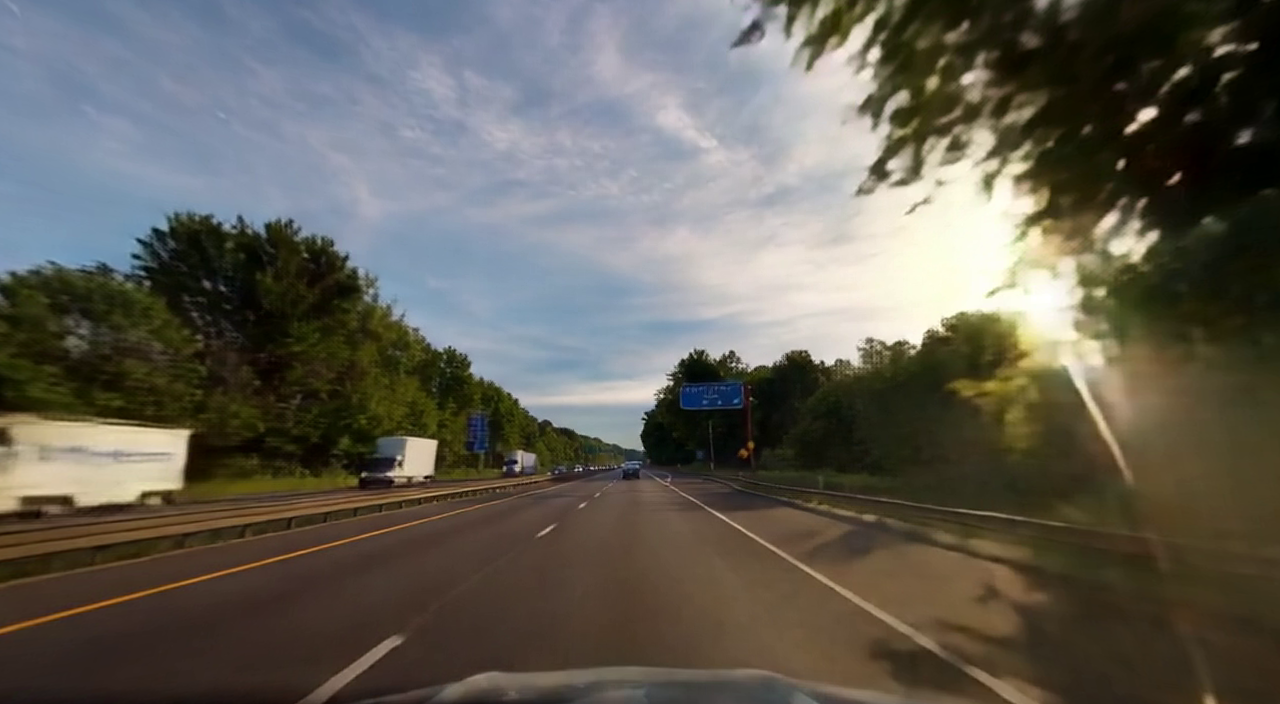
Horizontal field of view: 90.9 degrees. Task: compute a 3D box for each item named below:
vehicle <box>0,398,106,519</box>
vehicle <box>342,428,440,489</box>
[{"bbox_3d":[-17.137,2.434,14.530,2.842,2.917,7.530,0,-11,1],"label":"vehicle"},{"bbox_3d":[-17.203,7.582,44.515,3.012,3.794,9.302,1,-11,0],"label":"vehicle"}]
